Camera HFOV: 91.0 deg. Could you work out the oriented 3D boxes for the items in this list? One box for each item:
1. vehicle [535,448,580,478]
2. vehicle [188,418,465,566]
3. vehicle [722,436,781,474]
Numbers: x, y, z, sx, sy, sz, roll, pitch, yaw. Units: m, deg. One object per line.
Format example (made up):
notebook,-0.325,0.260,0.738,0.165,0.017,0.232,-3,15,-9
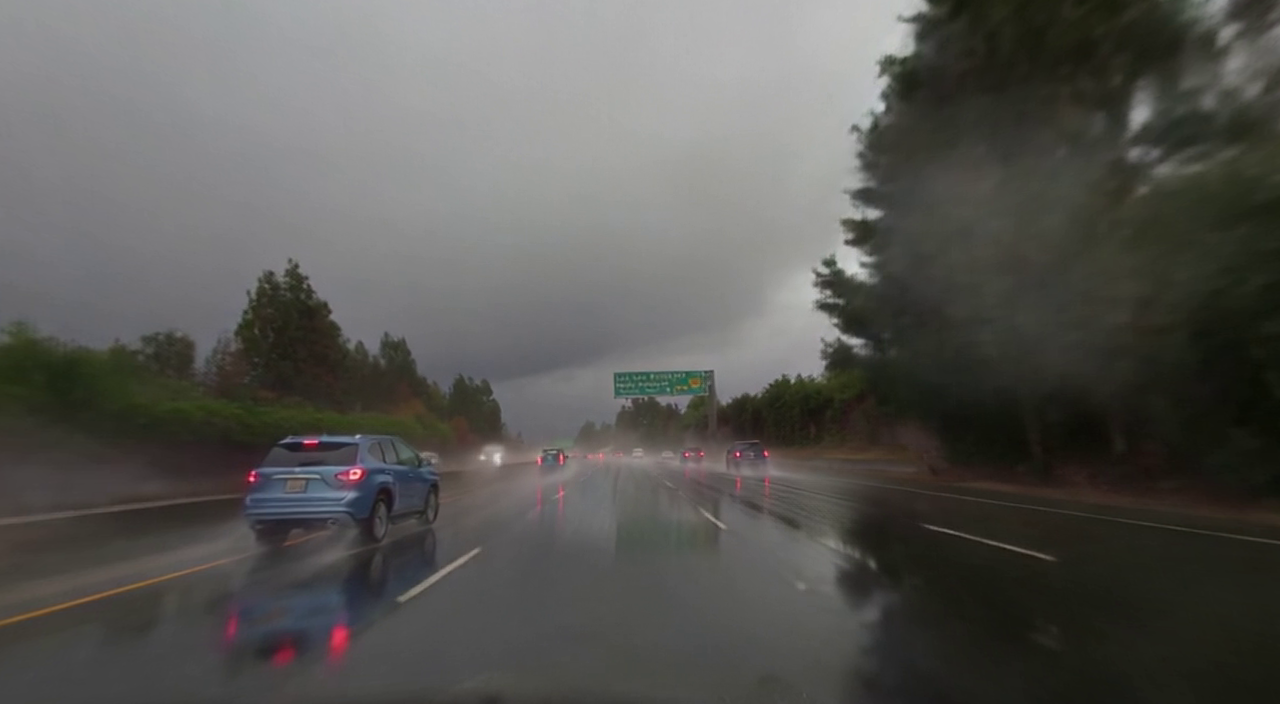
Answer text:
vehicle,-4.450,6.067,34.654,2.009,1.488,4.289,0,-9,-1
vehicle,-4.342,2.007,9.725,2.079,1.745,4.281,0,-9,-1
vehicle,6.522,6.101,37.583,2.378,2.096,5.119,0,-9,-2
